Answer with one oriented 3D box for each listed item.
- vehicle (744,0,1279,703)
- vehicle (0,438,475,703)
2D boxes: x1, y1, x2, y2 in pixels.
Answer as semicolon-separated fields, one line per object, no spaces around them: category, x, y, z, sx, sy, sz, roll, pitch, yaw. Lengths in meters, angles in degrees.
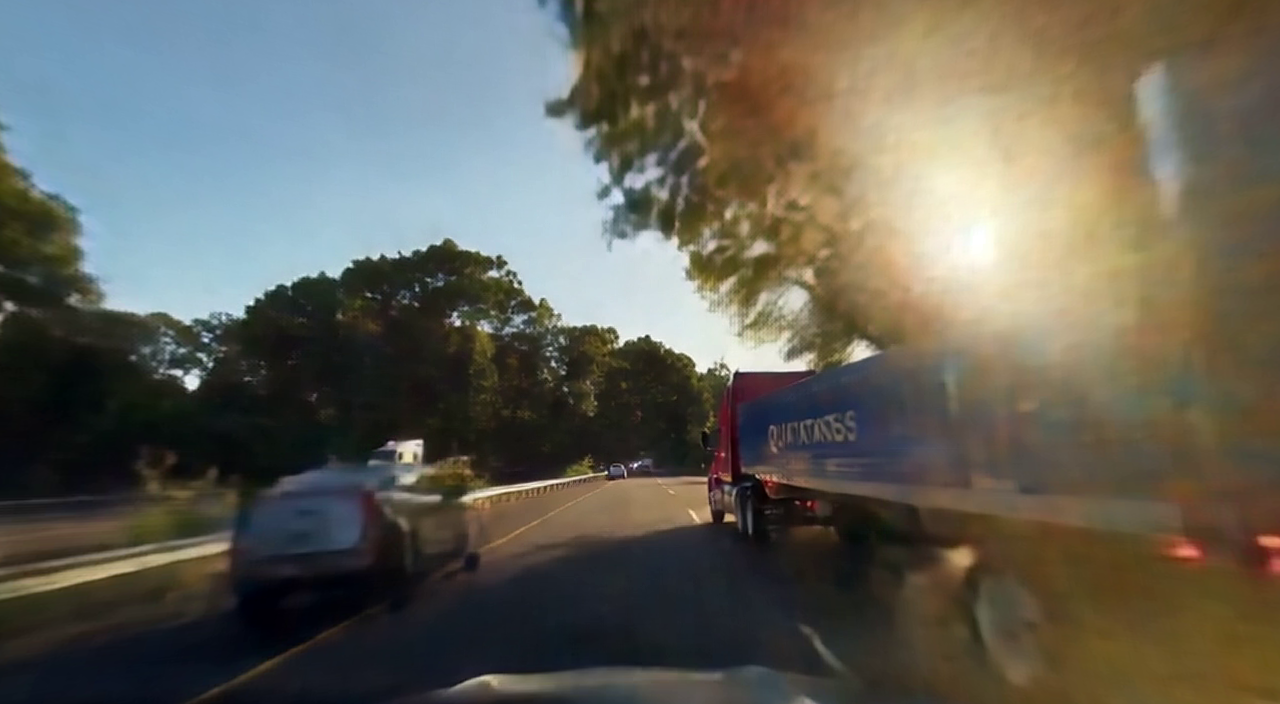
vehicle;3.579;0.705;7.331;2.871;4.032;10.642;1;-10;0
vehicle;-2.937;1.508;5.210;2.032;1.407;3.641;0;-10;2
